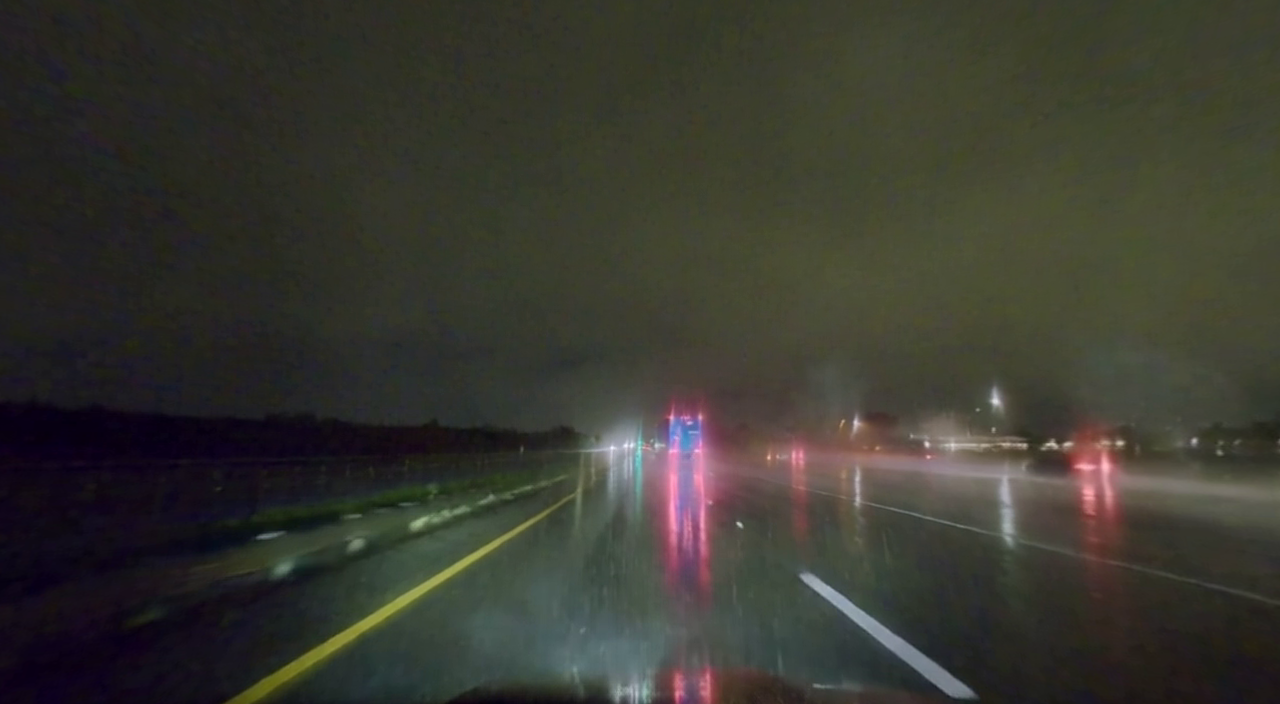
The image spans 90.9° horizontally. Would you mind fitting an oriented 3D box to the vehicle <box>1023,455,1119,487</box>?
[{"bbox_3d":[21.909,6.050,32.232,1.836,1.499,3.936,1,-9,-7],"label":"vehicle"}]
